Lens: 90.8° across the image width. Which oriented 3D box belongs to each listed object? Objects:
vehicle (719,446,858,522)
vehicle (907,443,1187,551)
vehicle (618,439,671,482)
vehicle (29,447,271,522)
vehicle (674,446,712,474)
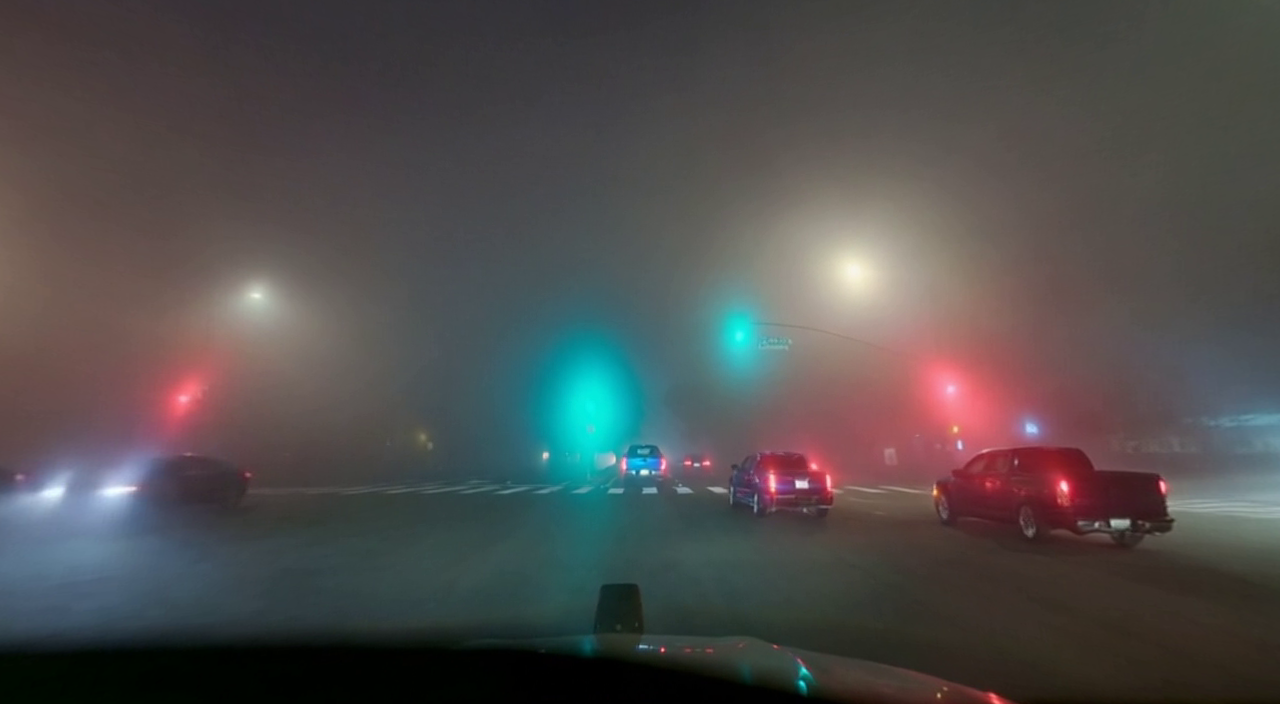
[{"bbox_3d":[3.203,2.917,14.655,2.057,1.463,4.365,0,-8,-1],"label":"vehicle"},{"bbox_3d":[6.574,2.337,11.025,1.855,1.469,4.598,0,-8,1],"label":"vehicle"},{"bbox_3d":[0.221,5.182,30.412,2.344,1.883,4.572,0,-8,0],"label":"vehicle"},{"bbox_3d":[-11.230,3.013,15.057,1.989,1.459,4.667,0,-8,0],"label":"vehicle"},{"bbox_3d":[3.405,7.037,41.391,2.013,1.742,4.424,0,-8,-1],"label":"vehicle"}]
